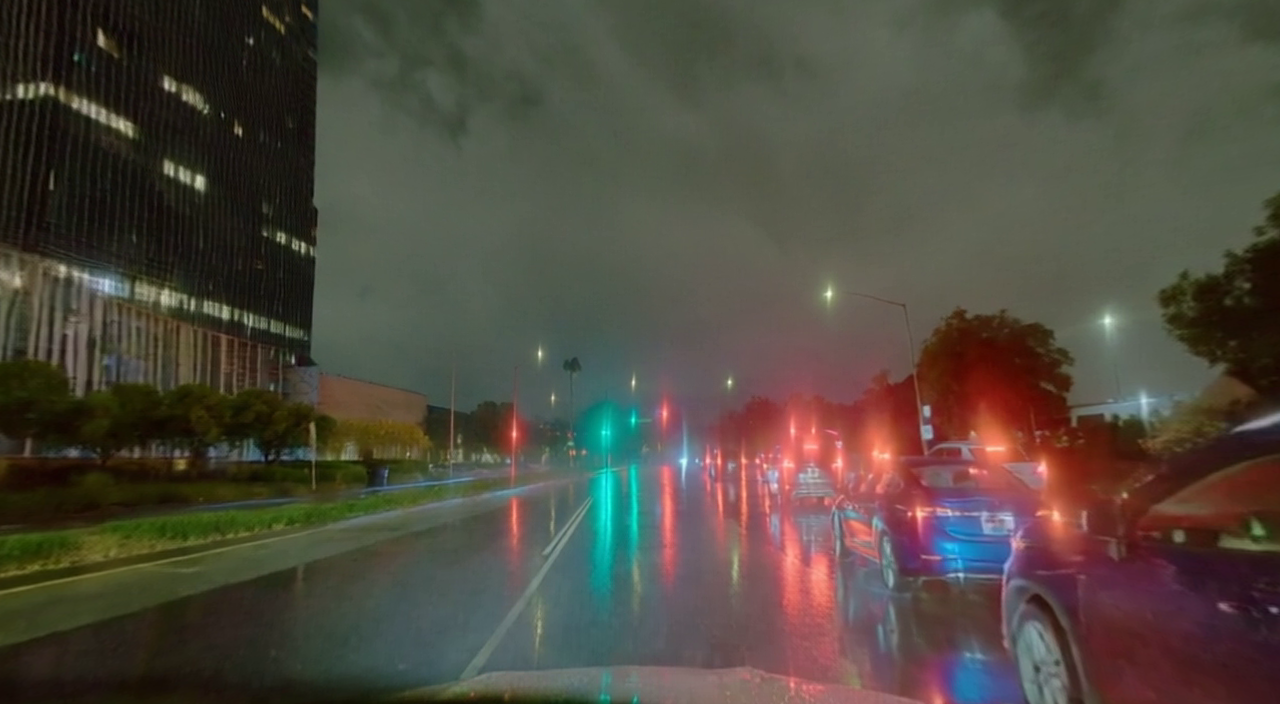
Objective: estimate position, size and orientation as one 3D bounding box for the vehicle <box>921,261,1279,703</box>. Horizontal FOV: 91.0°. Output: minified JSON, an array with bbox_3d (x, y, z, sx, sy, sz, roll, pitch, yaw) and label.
[{"bbox_3d":[2.482,0.693,1.524,2.092,1.703,4.870,-2,-9,10],"label":"vehicle"}]

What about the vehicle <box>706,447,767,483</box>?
[{"bbox_3d":[4.523,5.345,30.129,2.183,1.553,3.923,0,-9,-1],"label":"vehicle"}]

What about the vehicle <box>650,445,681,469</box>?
[{"bbox_3d":[1.982,7.886,47.490,2.121,1.728,4.161,-1,-9,6],"label":"vehicle"}]

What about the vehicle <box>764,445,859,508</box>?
[{"bbox_3d":[4.993,3.642,19.055,2.089,1.609,4.922,-1,-9,7],"label":"vehicle"}]
